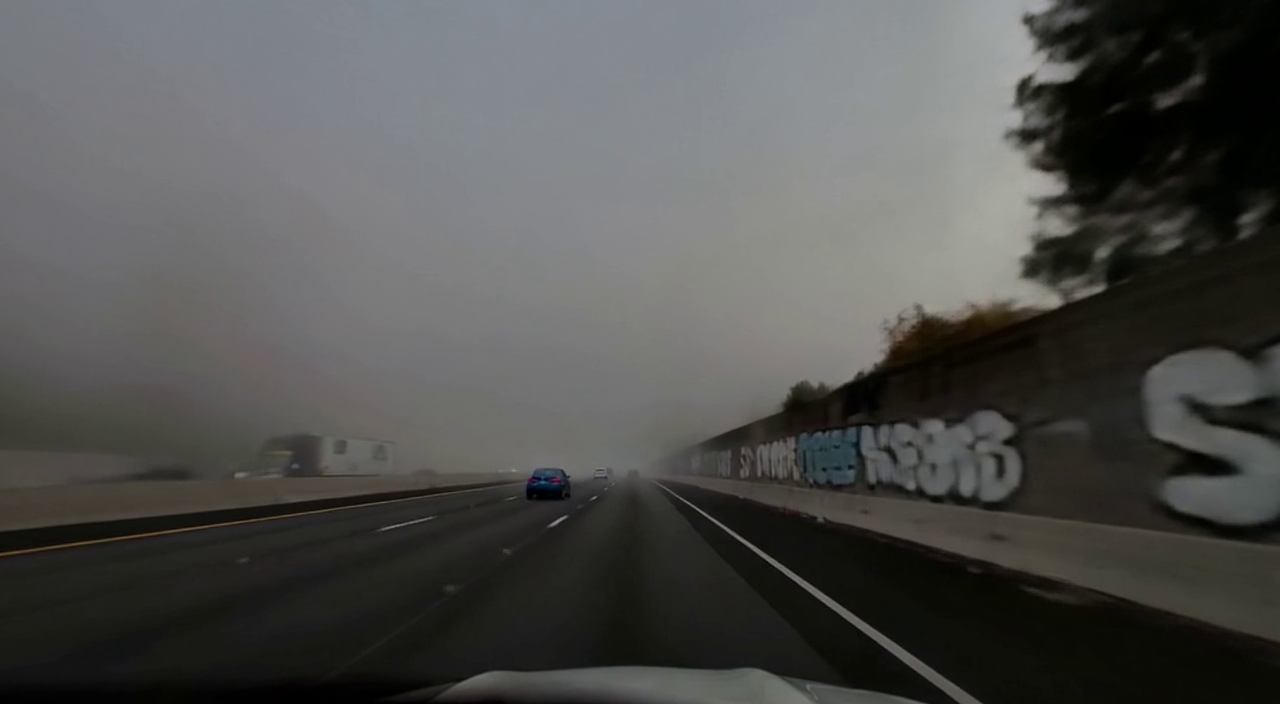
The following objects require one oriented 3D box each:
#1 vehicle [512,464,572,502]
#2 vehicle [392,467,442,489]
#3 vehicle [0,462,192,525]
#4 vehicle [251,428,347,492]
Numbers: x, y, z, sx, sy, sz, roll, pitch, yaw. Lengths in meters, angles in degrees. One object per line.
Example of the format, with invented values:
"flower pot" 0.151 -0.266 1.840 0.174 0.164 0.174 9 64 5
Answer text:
"vehicle" -4.131 5.582 27.078 1.941 1.437 3.829 1 -10 0
"vehicle" -15.861 8.952 45.061 1.842 1.456 4.483 1 -10 1
"vehicle" -15.215 3.847 17.598 1.963 1.476 4.580 1 -10 0
"vehicle" -22.811 7.347 42.621 2.950 3.925 5.877 1 -10 0
